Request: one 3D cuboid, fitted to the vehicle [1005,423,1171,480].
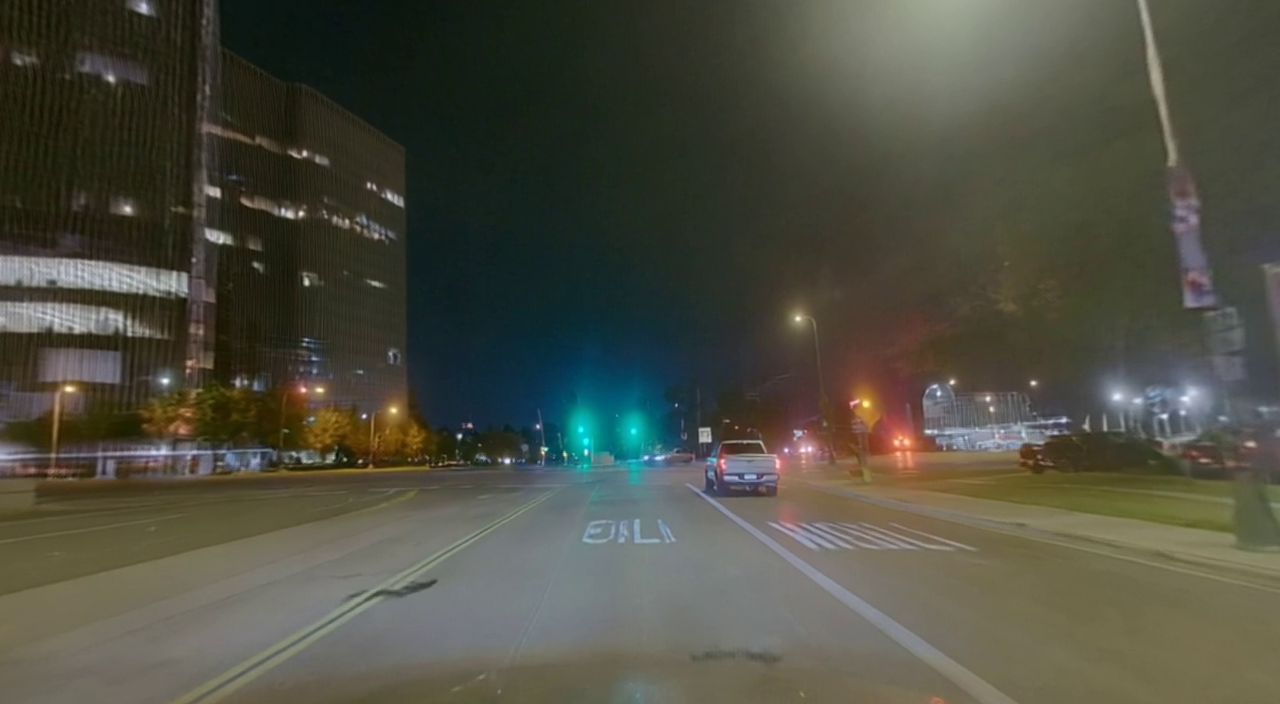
[{"bbox_3d":[17.593,3.913,25.072,4.765,1.678,2.228,-5,-3,7],"label":"vehicle"}]

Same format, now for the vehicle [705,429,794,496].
[{"bbox_3d":[3.514,3.673,21.477,2.402,1.922,5.677,-1,-8,4],"label":"vehicle"}]
